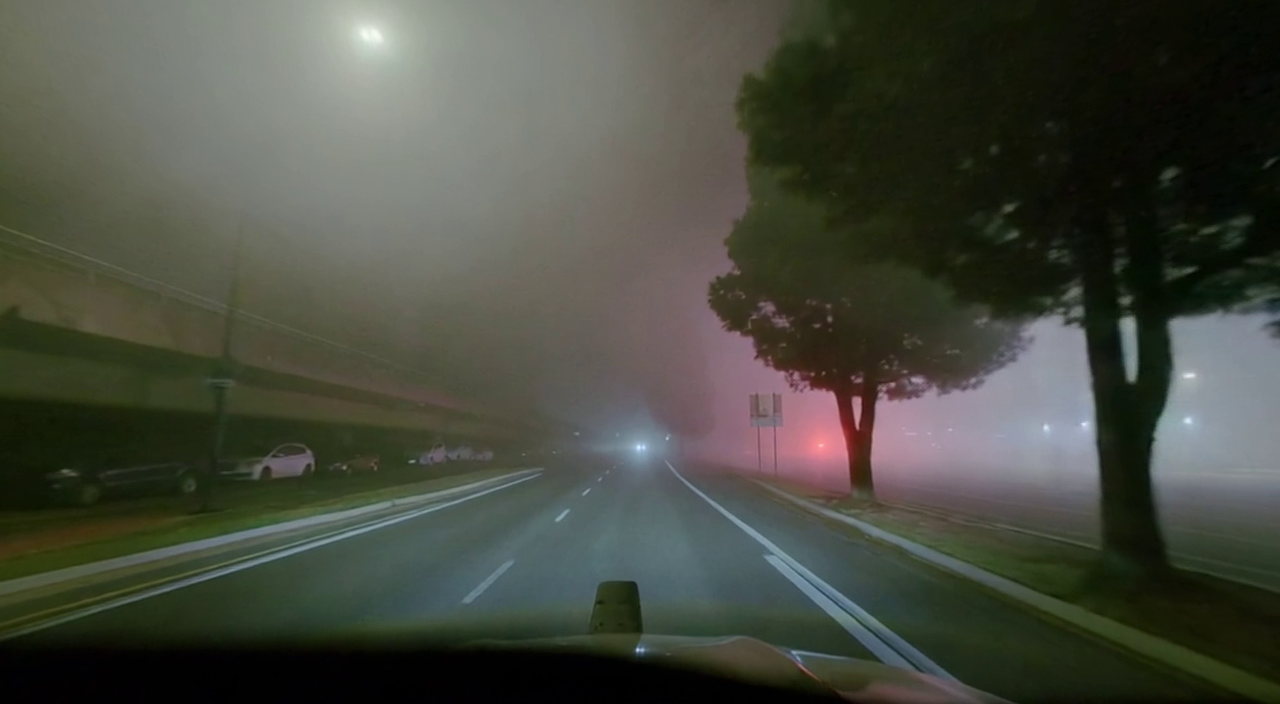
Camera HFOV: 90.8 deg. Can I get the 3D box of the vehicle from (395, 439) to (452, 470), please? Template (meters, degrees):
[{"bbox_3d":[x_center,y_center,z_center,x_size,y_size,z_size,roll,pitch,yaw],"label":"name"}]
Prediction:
[{"bbox_3d":[-13.372,6.360,39.337,1.903,1.703,4.346,2,-9,1],"label":"vehicle"}]

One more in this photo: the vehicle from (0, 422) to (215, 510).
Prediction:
[{"bbox_3d":[-14.360,2.993,16.860,2.074,1.910,5.314,2,-10,2],"label":"vehicle"}]

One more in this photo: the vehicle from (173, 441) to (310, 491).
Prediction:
[{"bbox_3d":[-13.989,4.027,22.521,1.908,1.559,4.301,0,-9,2],"label":"vehicle"}]

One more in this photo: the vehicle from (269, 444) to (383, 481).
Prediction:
[{"bbox_3d":[-13.885,4.890,28.389,2.155,1.477,5.369,-1,-8,3],"label":"vehicle"}]
